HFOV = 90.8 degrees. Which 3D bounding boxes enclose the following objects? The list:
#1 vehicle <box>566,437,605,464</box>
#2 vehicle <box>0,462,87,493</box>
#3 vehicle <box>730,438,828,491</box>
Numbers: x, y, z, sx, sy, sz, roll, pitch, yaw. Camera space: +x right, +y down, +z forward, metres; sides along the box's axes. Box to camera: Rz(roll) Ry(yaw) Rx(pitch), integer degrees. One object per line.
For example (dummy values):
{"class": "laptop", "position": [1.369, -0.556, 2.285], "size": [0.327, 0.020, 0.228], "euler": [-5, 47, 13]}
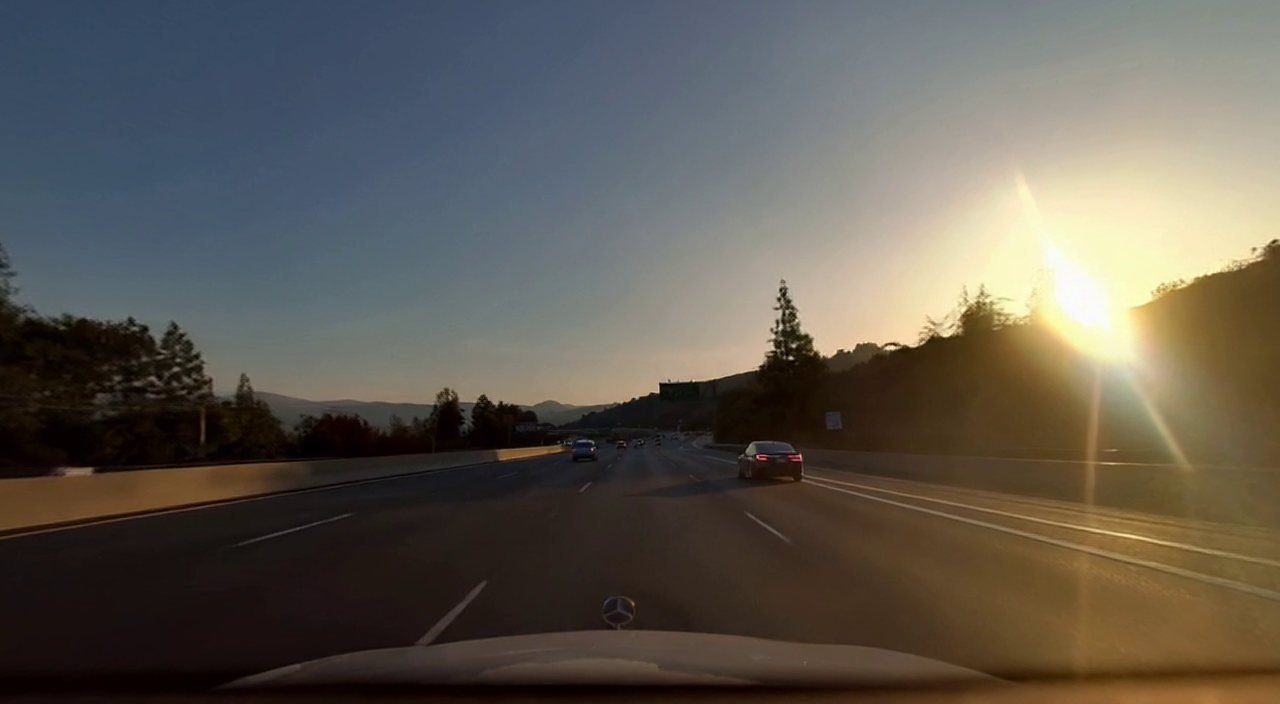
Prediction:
{"class": "vehicle", "position": [-3.405, 6.307, 40.526], "size": [2.048, 1.618, 4.424], "euler": [0, -9, 1]}
{"class": "vehicle", "position": [-36.360, 7.502, 38.032], "size": [1.945, 1.591, 4.590], "euler": [0, -8, 0]}
{"class": "vehicle", "position": [4.250, 3.515, 20.129], "size": [2.060, 1.485, 4.274], "euler": [0, -9, -1]}
